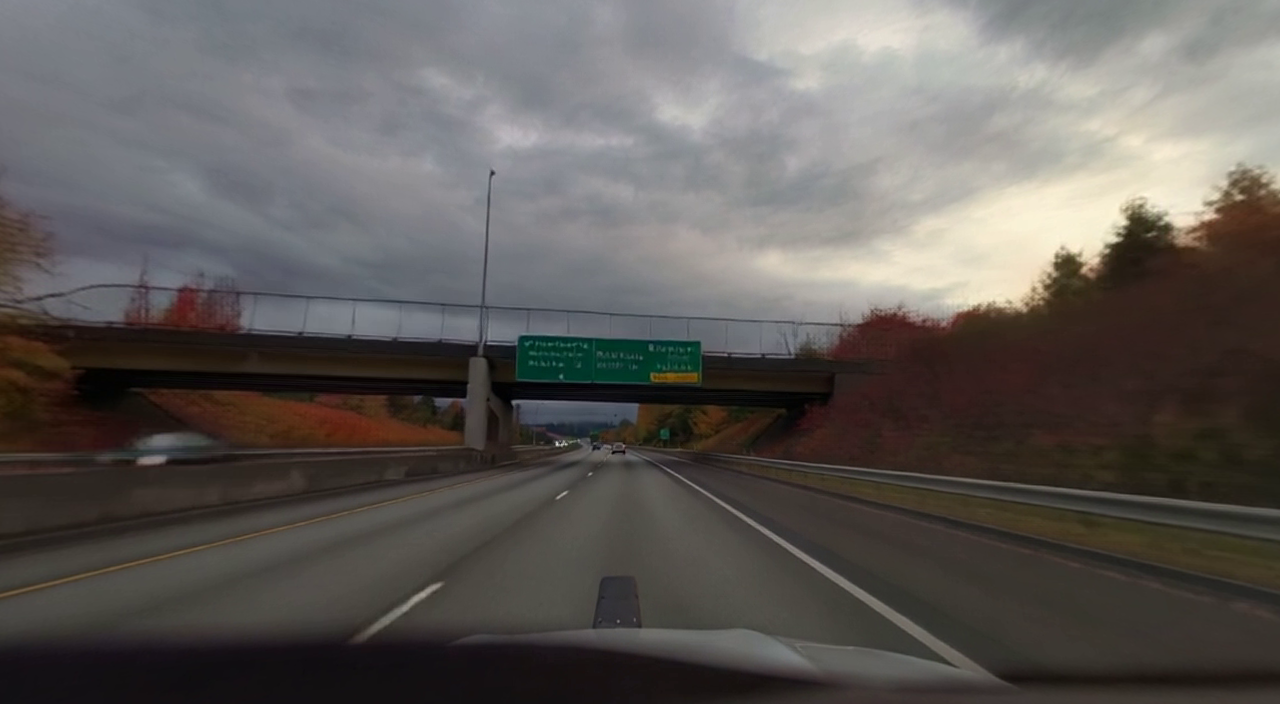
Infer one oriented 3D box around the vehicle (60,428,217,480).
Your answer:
[{"bbox_3d":[-17.348,3.563,22.038,1.907,1.624,4.350,0,-9,0],"label":"vehicle"}]
